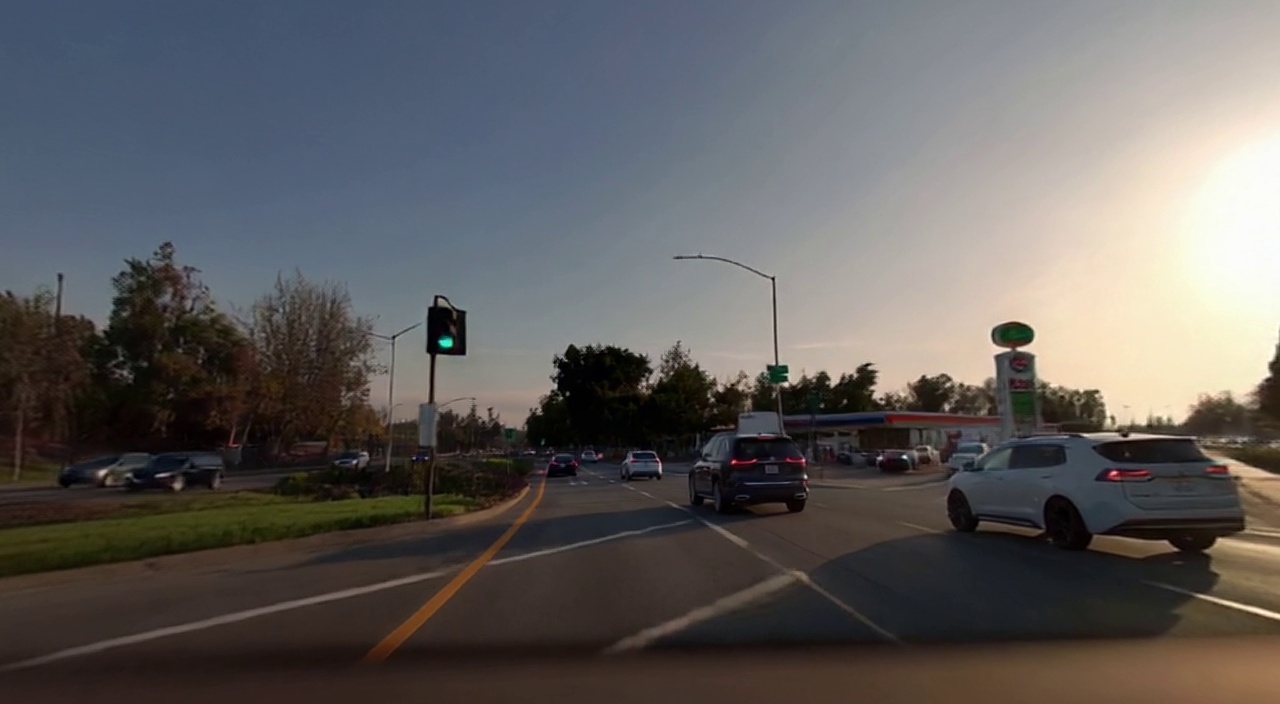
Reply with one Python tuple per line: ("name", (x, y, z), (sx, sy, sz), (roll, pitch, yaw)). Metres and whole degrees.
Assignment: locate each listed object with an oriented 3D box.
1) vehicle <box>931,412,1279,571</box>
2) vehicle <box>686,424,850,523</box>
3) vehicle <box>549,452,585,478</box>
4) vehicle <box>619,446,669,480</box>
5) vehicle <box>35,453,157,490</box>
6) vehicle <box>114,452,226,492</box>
("vehicle", (6.072, 1.740, 8.657), (1.881, 1.604, 4.289), (1, -8, -3))
("vehicle", (2.521, 2.553, 13.883), (2.184, 1.777, 4.712), (1, -8, -6))
("vehicle", (-4.733, 7.205, 40.457), (2.107, 1.527, 4.174), (1, -8, -8))
("vehicle", (0.133, 5.720, 32.896), (2.012, 1.612, 4.114), (2, -8, -9))
("vehicle", (-25.049, 5.486, 29.265), (2.009, 1.525, 4.346), (1, -8, -5))
("vehicle", (-20.932, 5.314, 28.362), (1.871, 1.581, 4.635), (1, -8, -6))
